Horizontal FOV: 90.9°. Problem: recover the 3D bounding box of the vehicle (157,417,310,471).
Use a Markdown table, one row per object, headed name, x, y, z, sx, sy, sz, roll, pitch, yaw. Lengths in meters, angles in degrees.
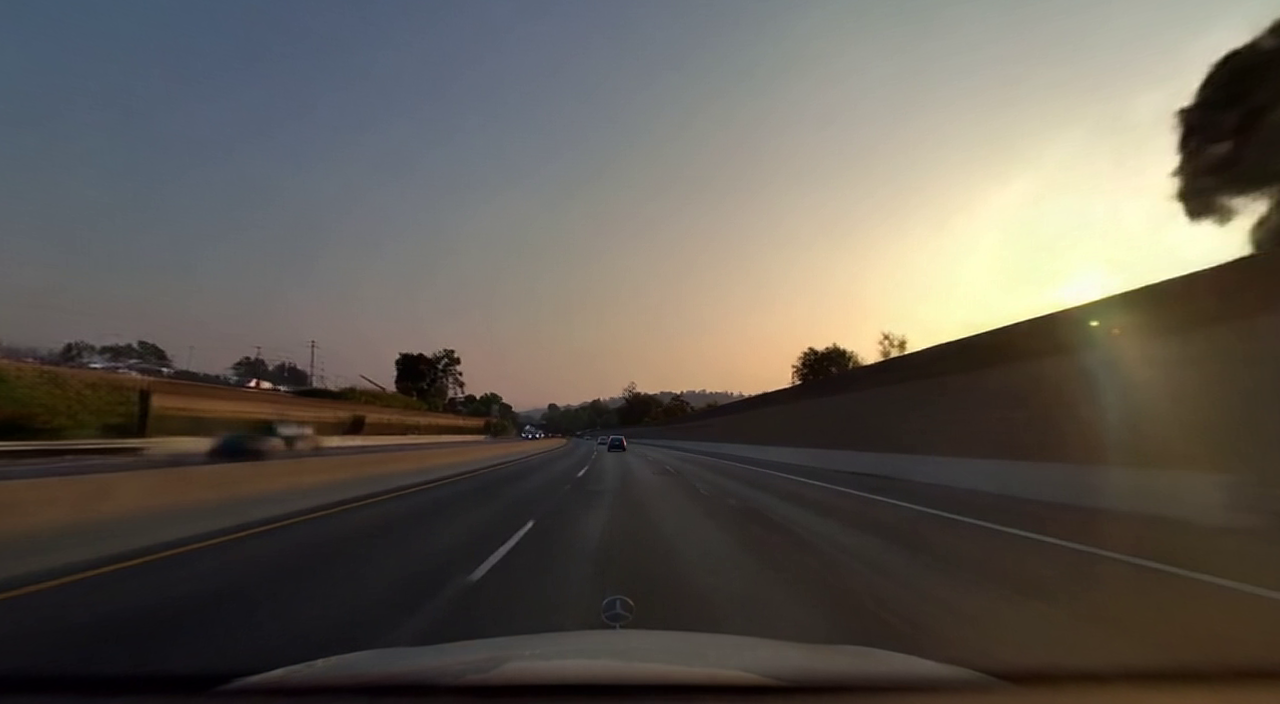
| name | x | y | z | sx | sy | sz | roll | pitch | yaw |
| --- | --- | --- | --- | --- | --- | --- | --- | --- | --- |
| vehicle | -13.018 | 2.985 | 20.633 | 2.011 | 1.552 | 4.638 | 0 | -8 | -1 |
